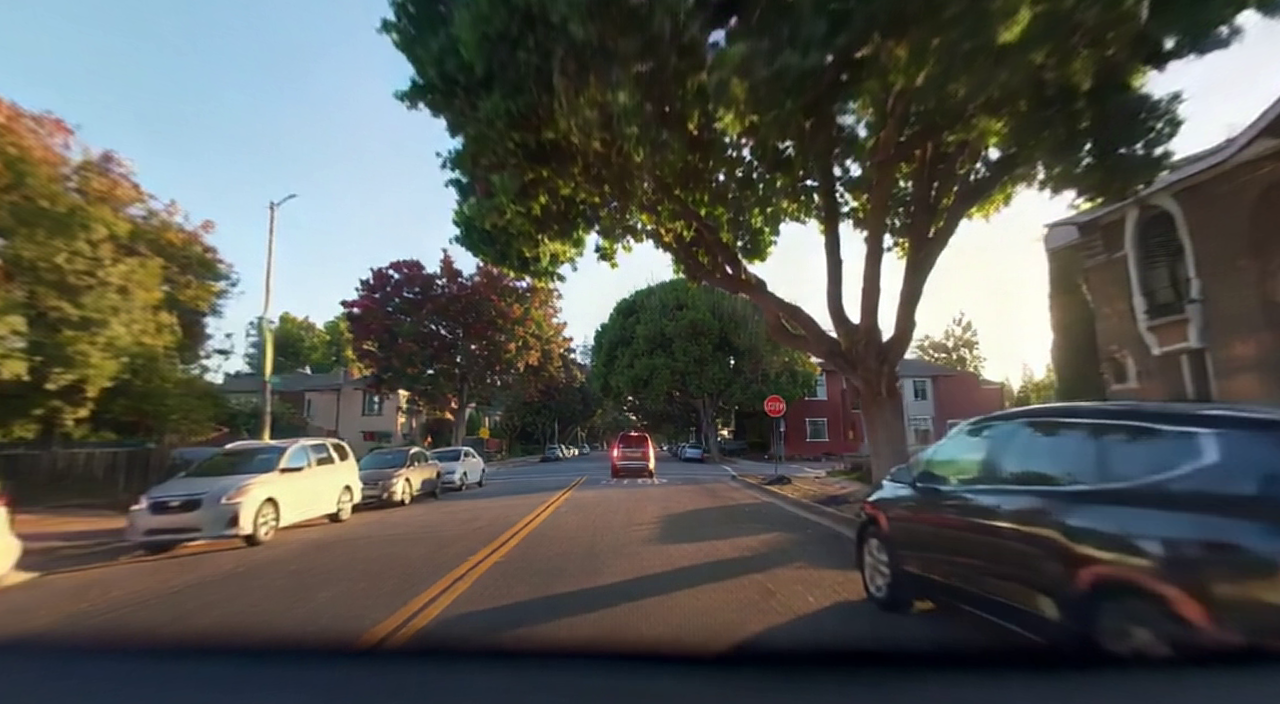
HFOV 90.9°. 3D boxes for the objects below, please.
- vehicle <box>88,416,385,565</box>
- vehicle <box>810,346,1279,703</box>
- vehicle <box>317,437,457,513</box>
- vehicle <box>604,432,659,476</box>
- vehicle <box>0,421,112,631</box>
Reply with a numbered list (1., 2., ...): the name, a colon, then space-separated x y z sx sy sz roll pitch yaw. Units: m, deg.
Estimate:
1. vehicle: -6.000 2.067 10.193 1.899 1.615 4.624 -7 -8 -2
2. vehicle: 2.721 1.077 4.009 2.071 1.608 4.547 0 -7 1
3. vehicle: -6.203 3.039 16.031 1.975 1.515 4.179 -3 -9 -2
4. vehicle: -0.360 4.338 27.084 2.172 1.722 4.201 0 -8 -1
5. vehicle: -5.983 1.218 3.860 1.955 1.659 4.324 1 -8 -5
